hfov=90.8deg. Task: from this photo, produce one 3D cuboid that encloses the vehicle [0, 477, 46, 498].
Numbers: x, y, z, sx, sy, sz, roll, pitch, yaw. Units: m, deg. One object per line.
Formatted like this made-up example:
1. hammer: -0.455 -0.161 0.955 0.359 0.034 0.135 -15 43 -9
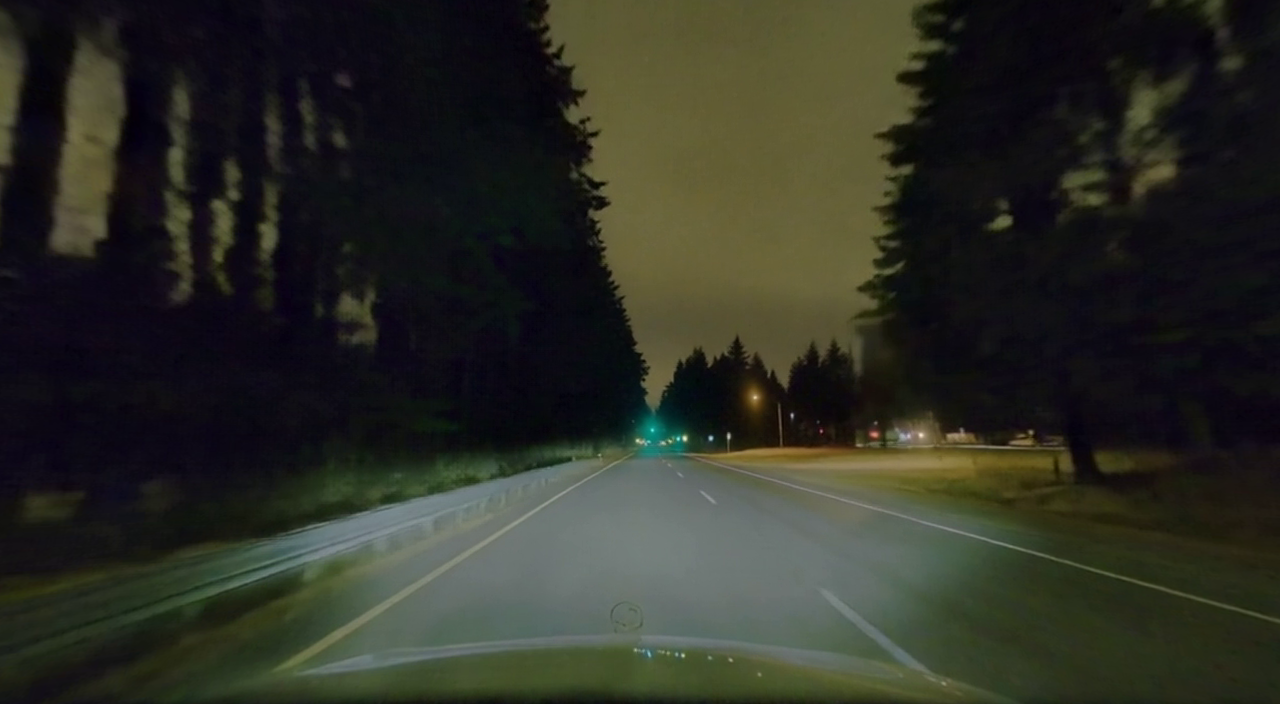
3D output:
1. vehicle: -46.015 9.878 46.070 3.601 1.431 1.591 1 -8 -5
